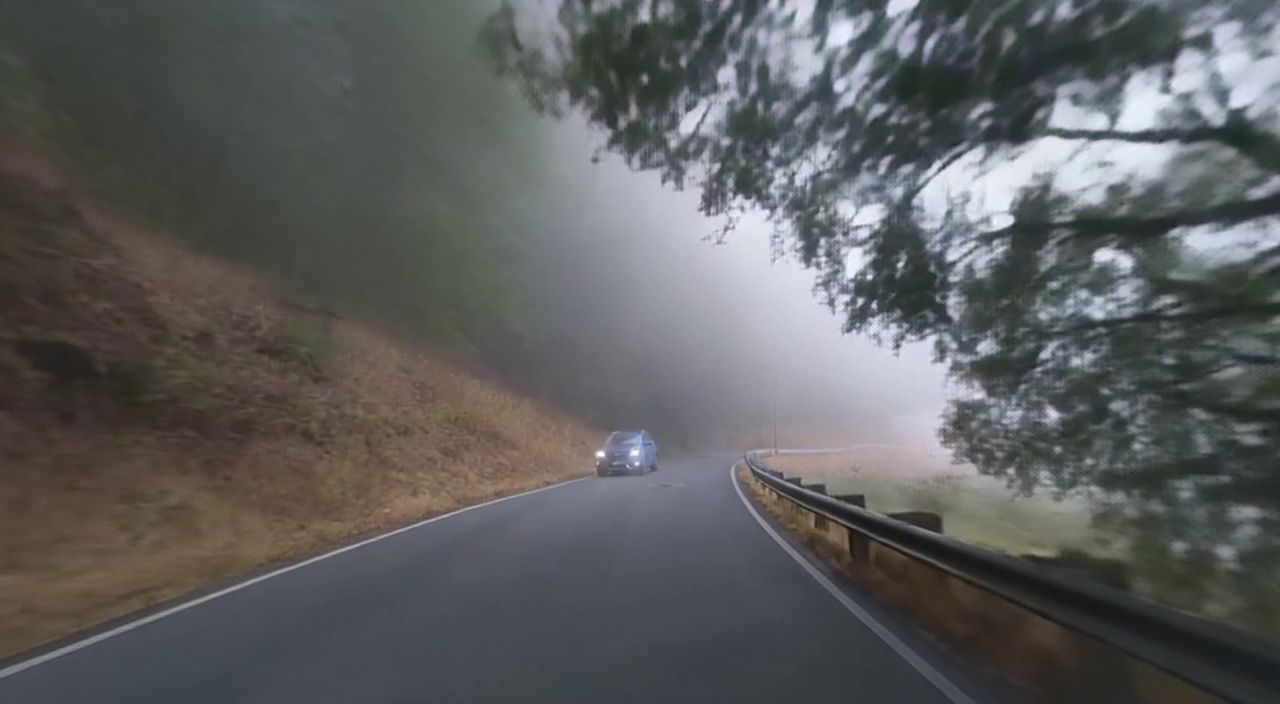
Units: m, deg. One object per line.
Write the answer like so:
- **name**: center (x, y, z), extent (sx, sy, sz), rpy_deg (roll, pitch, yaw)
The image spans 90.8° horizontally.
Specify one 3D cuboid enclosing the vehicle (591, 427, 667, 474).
- **vehicle**: center (-0.336, 4.188, 26.939), extent (2.251, 1.799, 4.776), rpy_deg (-2, -9, 11)
